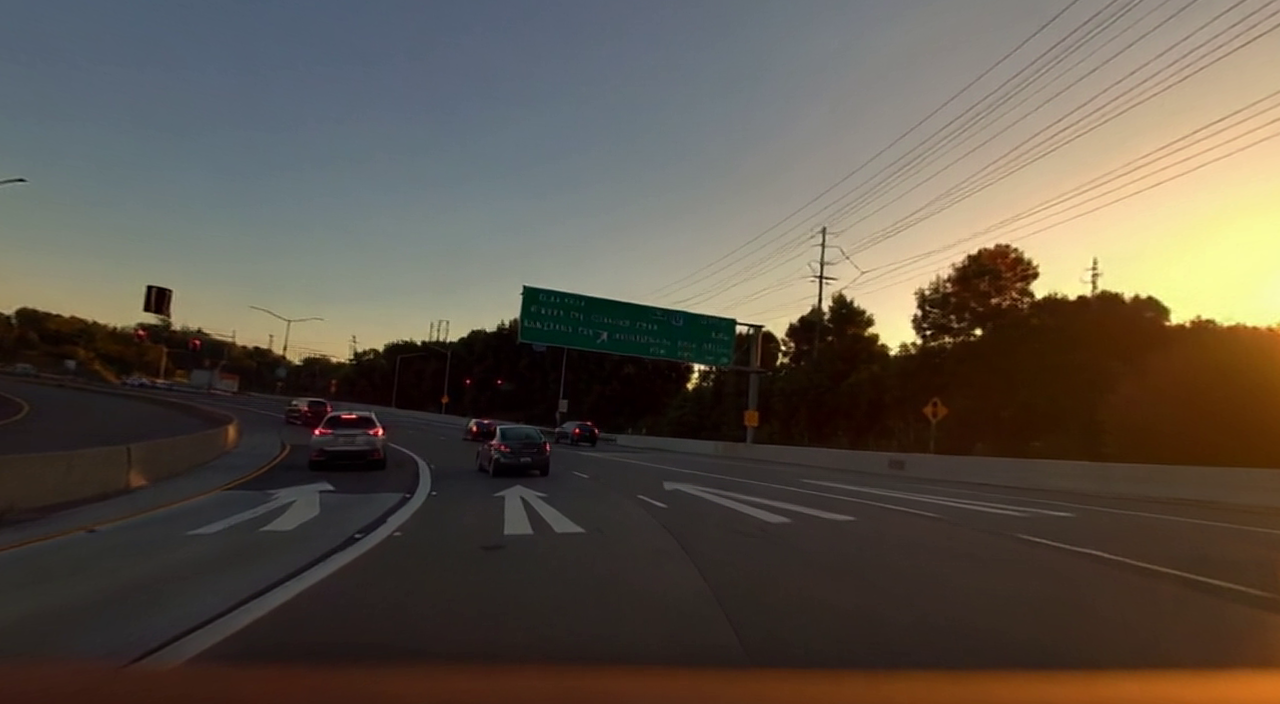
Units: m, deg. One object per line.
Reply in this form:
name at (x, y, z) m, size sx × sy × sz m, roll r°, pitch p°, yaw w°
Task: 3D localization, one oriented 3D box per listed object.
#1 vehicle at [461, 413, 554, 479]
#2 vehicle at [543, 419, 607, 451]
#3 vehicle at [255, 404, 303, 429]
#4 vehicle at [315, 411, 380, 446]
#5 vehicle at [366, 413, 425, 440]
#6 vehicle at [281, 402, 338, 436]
vehicle at (-4.110, 2.828, 19.030) m, size 2.140 × 1.724 × 4.304 m, roll 3°, pitch -9°, yaw -19°
vehicle at (-4.040, 5.136, 38.671) m, size 2.079 × 1.807 × 4.682 m, roll 5°, pitch -10°, yaw -31°
vehicle at (-24.153, 4.345, 42.169) m, size 1.763 × 1.486 × 4.459 m, roll 8°, pitch -11°, yaw -41°
vehicle at (-13.970, 3.696, 29.959) m, size 2.033 × 1.501 × 4.623 m, roll 6°, pitch -10°, yaw -33°
vehicle at (-14.604, 4.510, 37.546) m, size 1.832 × 1.473 × 4.364 m, roll 7°, pitch -11°, yaw -40°
vehicle at (-19.327, 3.966, 36.758) m, size 2.076 × 1.747 × 4.285 m, roll 7°, pitch -11°, yaw -38°
